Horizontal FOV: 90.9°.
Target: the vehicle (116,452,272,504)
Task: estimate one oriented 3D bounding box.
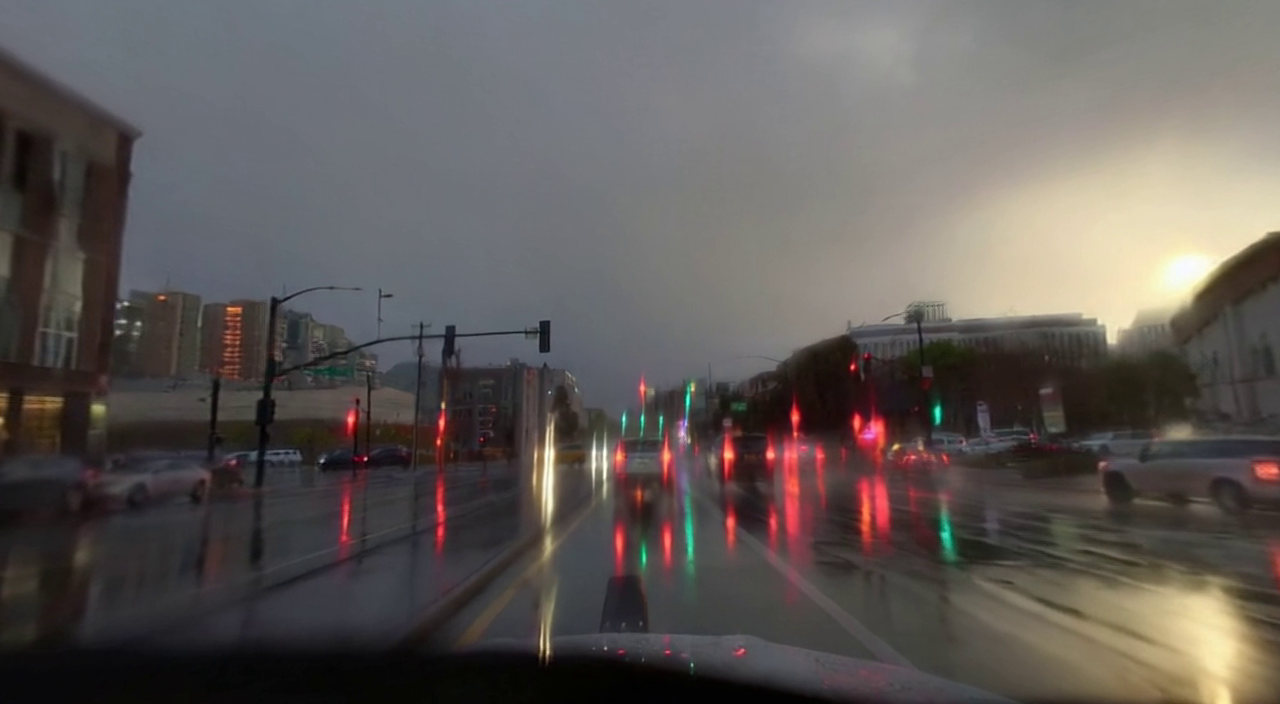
[{"bbox_3d":[-15.812,4.443,22.790,2.096,1.416,4.885,1,-6,0],"label":"vehicle"}]

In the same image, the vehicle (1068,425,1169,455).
[{"bbox_3d":[26.022,4.868,34.536,1.812,1.419,4.725,-3,-9,0],"label":"vehicle"}]

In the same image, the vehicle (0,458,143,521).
[{"bbox_3d":[-15.768,3.459,16.253,1.792,1.429,5.161,0,-9,-2],"label":"vehicle"}]

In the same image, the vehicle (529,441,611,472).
[{"bbox_3d":[-4.483,6.637,40.256,4.827,1.856,2.291,-5,-10,31],"label":"vehicle"}]

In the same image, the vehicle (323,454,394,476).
[{"bbox_3d":[-21.029,8.442,47.218,4.317,1.503,1.919,0,-9,-1],"label":"vehicle"}]

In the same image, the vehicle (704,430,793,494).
[{"bbox_3d":[3.582,3.766,21.925,2.115,1.932,5.189,0,-9,0],"label":"vehicle"}]

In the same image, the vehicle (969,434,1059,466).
[{"bbox_3d":[19.182,5.105,32.619,1.735,1.417,4.476,-3,-9,-2],"label":"vehicle"}]

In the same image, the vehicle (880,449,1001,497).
[{"bbox_3d":[10.146,4.083,21.743,1.863,1.426,4.494,0,-8,-1],"label":"vehicle"}]

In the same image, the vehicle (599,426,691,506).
[{"bbox_3d":[0.095,3.019,17.161,2.157,1.863,4.665,0,-9,-1],"label":"vehicle"}]

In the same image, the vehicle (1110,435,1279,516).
[{"bbox_3d":[13.759,2.814,14.712,2.022,1.590,4.466,-1,-10,-1],"label":"vehicle"}]
